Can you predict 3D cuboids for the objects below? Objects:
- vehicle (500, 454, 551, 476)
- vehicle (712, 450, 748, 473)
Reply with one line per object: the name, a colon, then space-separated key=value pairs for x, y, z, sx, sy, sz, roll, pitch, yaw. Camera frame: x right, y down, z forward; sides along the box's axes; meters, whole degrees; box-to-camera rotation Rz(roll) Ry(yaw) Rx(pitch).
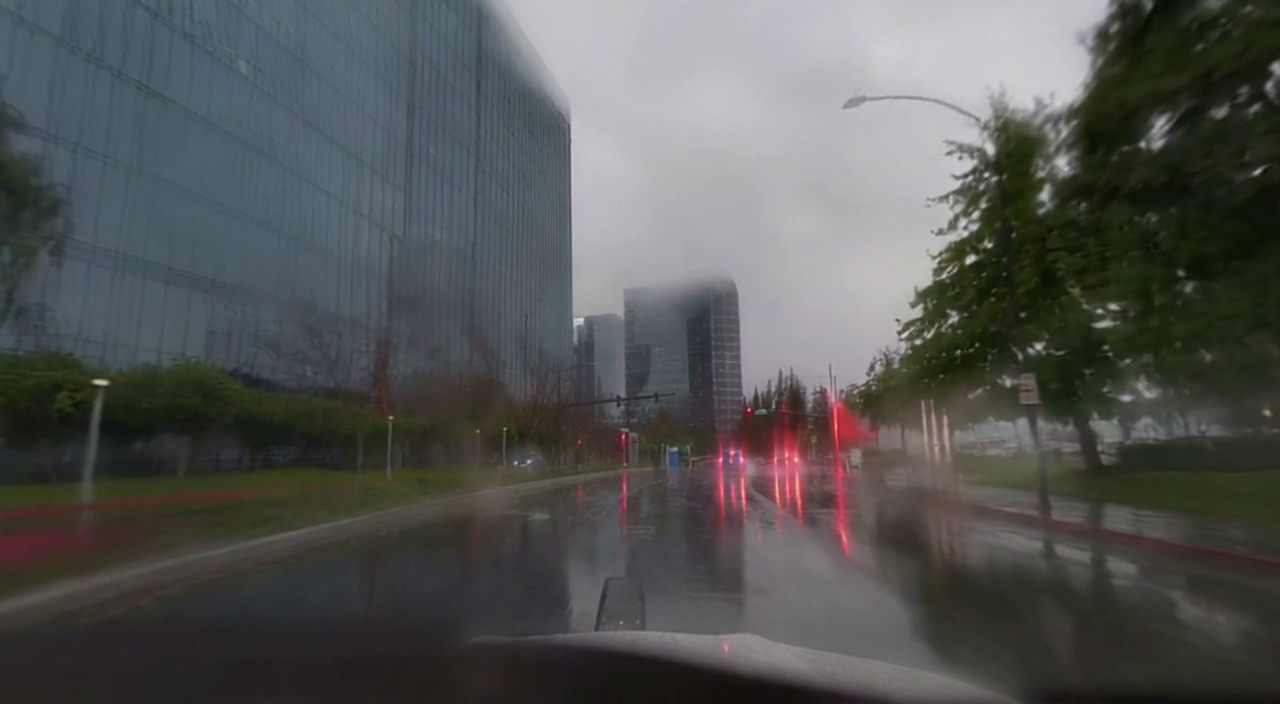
vehicle: x=-8.868 y=8.792 z=49.226 sx=1.926 sy=1.619 sz=4.649 roll=-3 pitch=-10 yaw=16
vehicle: x=6.346 y=7.642 z=43.959 sx=2.127 sy=1.497 sz=4.020 roll=-2 pitch=-9 yaw=13
